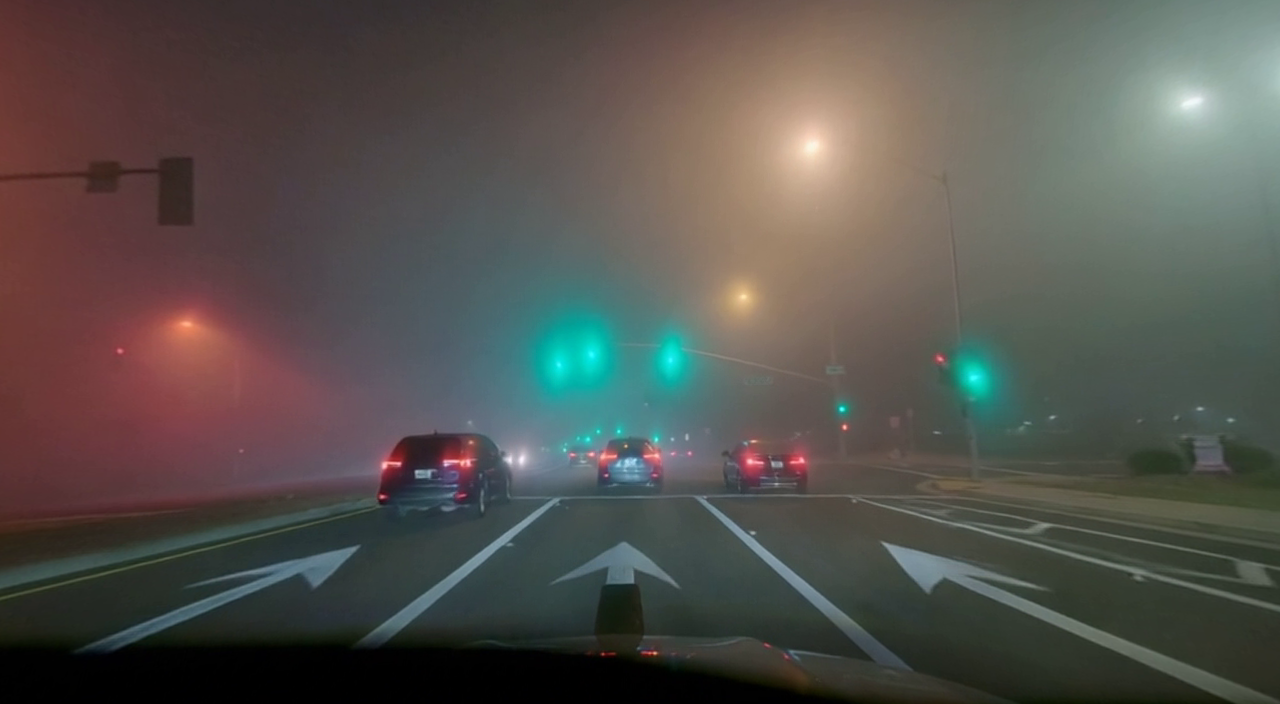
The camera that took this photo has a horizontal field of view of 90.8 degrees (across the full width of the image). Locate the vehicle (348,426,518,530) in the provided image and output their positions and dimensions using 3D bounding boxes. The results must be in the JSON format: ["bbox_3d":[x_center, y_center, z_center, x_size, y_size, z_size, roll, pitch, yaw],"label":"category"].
[{"bbox_3d":[-3.669,2.290,12.048,1.823,1.602,4.061,0,-8,0],"label":"vehicle"}]

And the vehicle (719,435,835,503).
[{"bbox_3d":[3.387,2.982,16.543,2.068,1.541,4.041,0,-8,-1],"label":"vehicle"}]

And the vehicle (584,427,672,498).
[{"bbox_3d":[-0.276,3.009,17.560,2.150,1.725,4.096,0,-8,0],"label":"vehicle"}]
